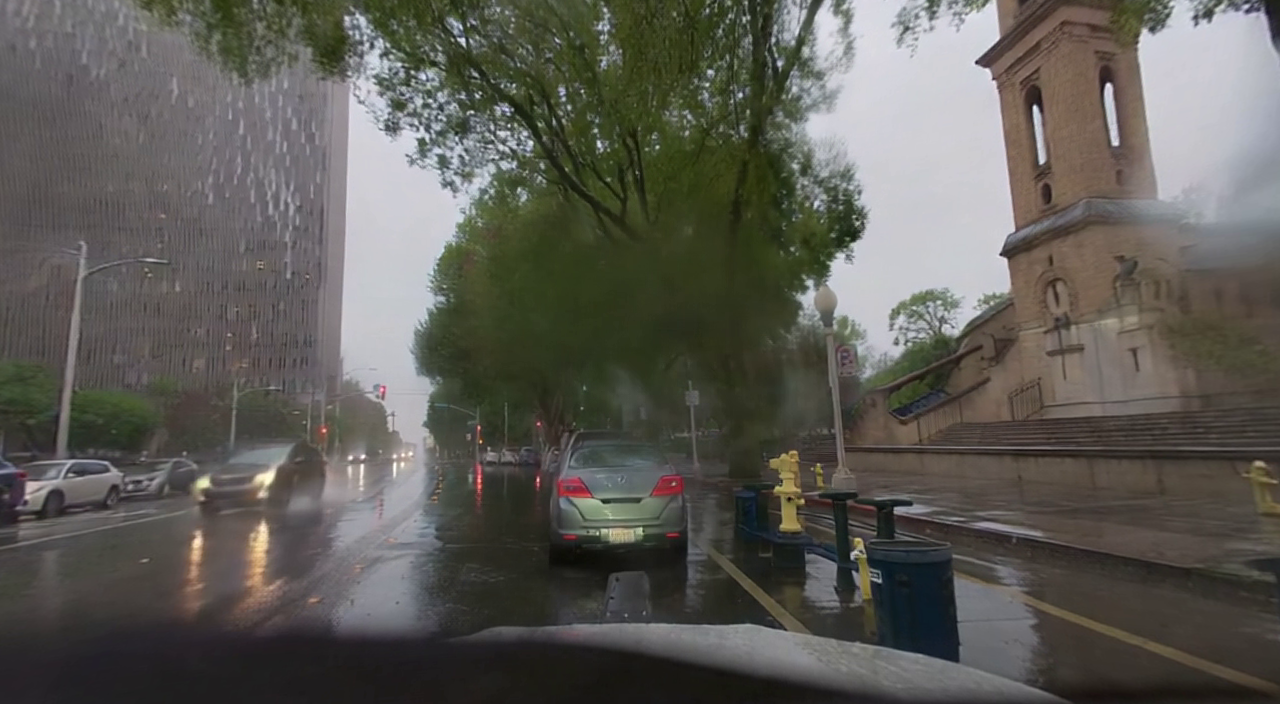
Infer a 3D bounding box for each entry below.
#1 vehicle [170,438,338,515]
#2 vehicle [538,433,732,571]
[{"bbox_3d":[-9.907,3.176,16.712,2.179,1.698,4.549,1,-9,-10],"label":"vehicle"},{"bbox_3d":[-0.241,1.942,9.007,2.142,1.475,4.051,1,-8,-6],"label":"vehicle"}]
